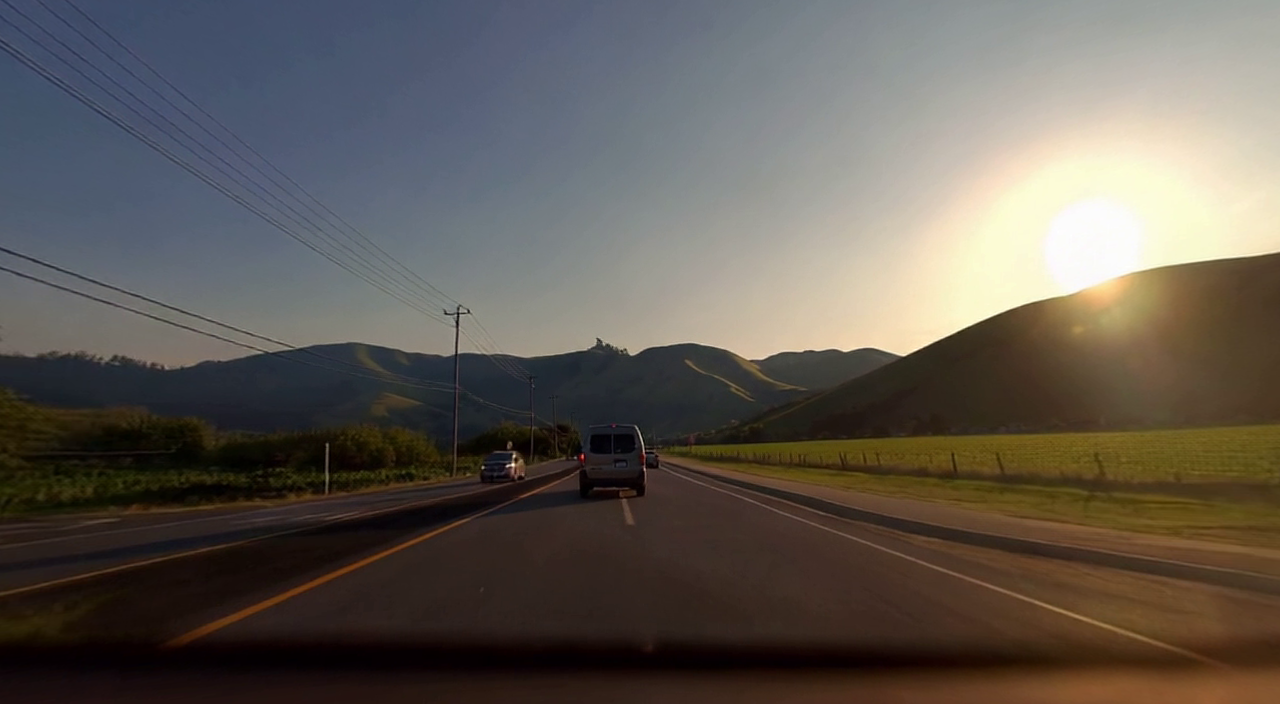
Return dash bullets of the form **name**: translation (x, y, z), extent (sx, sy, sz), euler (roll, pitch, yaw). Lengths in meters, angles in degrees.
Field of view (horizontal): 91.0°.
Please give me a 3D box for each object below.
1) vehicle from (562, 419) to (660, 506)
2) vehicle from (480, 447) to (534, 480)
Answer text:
- **vehicle**: translation (-0.796, 3.103, 18.066), extent (2.454, 2.144, 4.535), euler (0, -8, -2)
- **vehicle**: translation (-8.521, 7.170, 40.852), extent (2.089, 1.946, 4.979), euler (-1, -8, 4)
